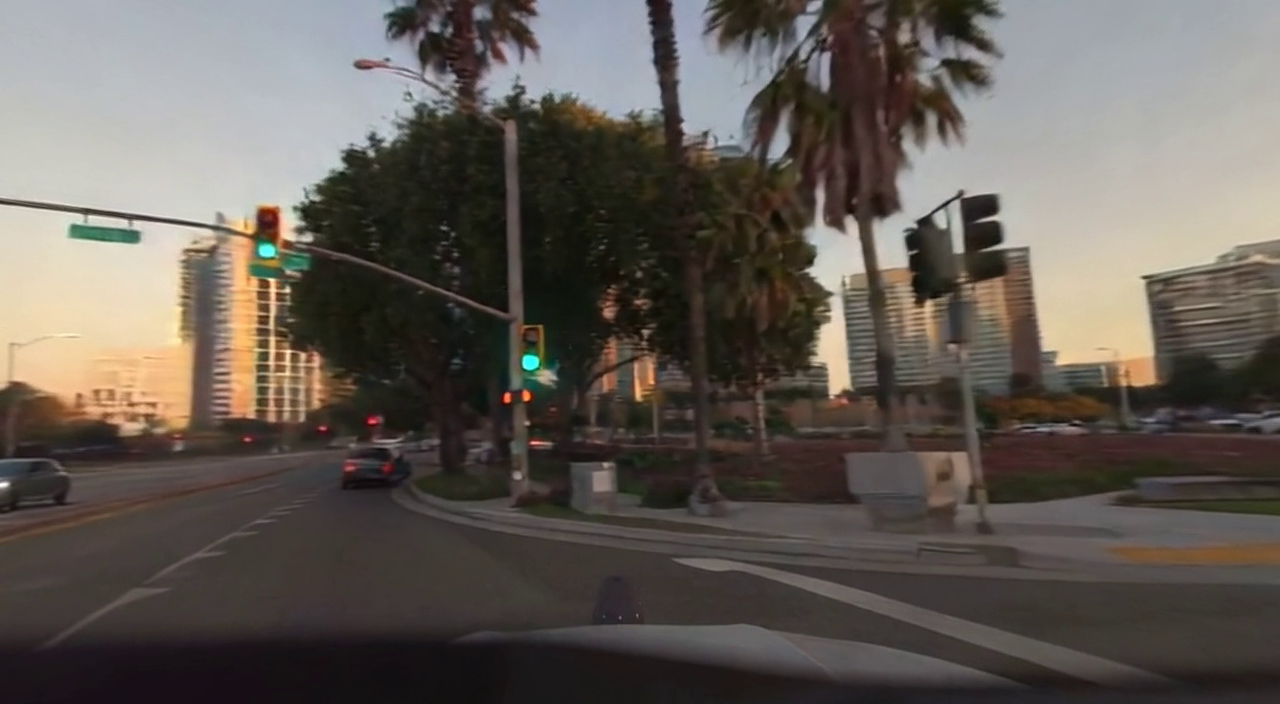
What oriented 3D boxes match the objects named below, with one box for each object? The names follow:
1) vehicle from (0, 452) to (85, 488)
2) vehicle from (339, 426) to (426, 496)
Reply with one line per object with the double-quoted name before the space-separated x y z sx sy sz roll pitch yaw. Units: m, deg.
"vehicle" -30.685 5.926 32.059 2.118 1.619 4.161 2 -9 -16
"vehicle" -7.872 3.342 19.757 2.006 1.867 4.651 2 -9 -16
